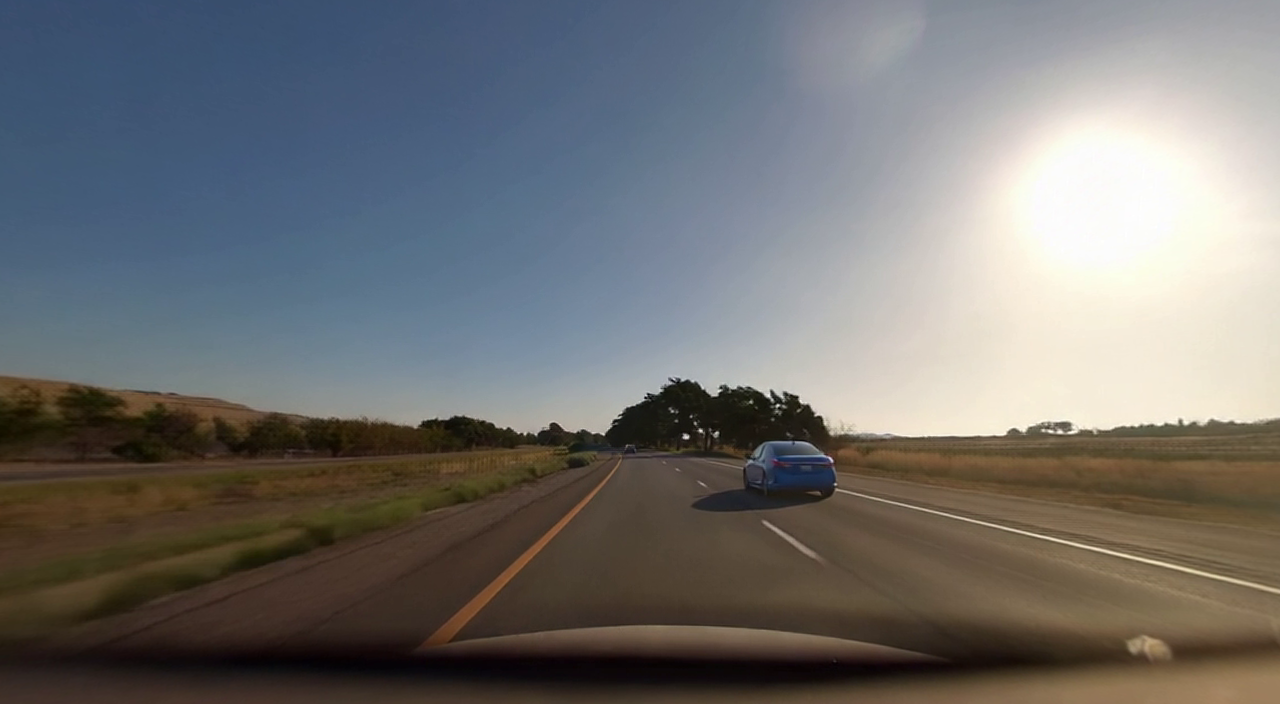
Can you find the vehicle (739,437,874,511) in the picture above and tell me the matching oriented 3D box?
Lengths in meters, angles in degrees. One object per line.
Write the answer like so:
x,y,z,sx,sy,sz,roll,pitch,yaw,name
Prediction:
3.742,2.824,15.134,2.003,1.466,4.441,0,-8,0,vehicle
